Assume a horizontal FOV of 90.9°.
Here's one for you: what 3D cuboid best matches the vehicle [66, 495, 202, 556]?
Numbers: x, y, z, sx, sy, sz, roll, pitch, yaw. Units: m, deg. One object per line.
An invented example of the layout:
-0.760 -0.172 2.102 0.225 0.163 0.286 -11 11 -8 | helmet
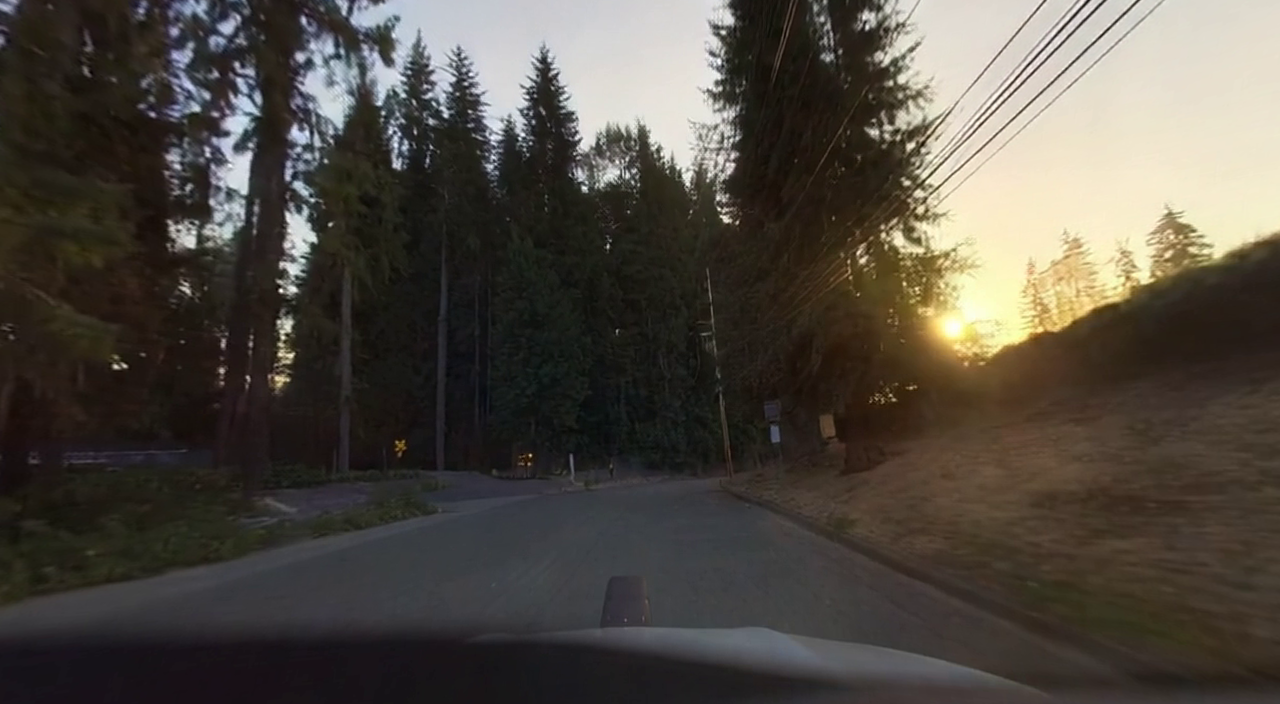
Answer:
-17.621 5.950 21.945 4.043 1.673 1.970 -4 -10 25 | vehicle
